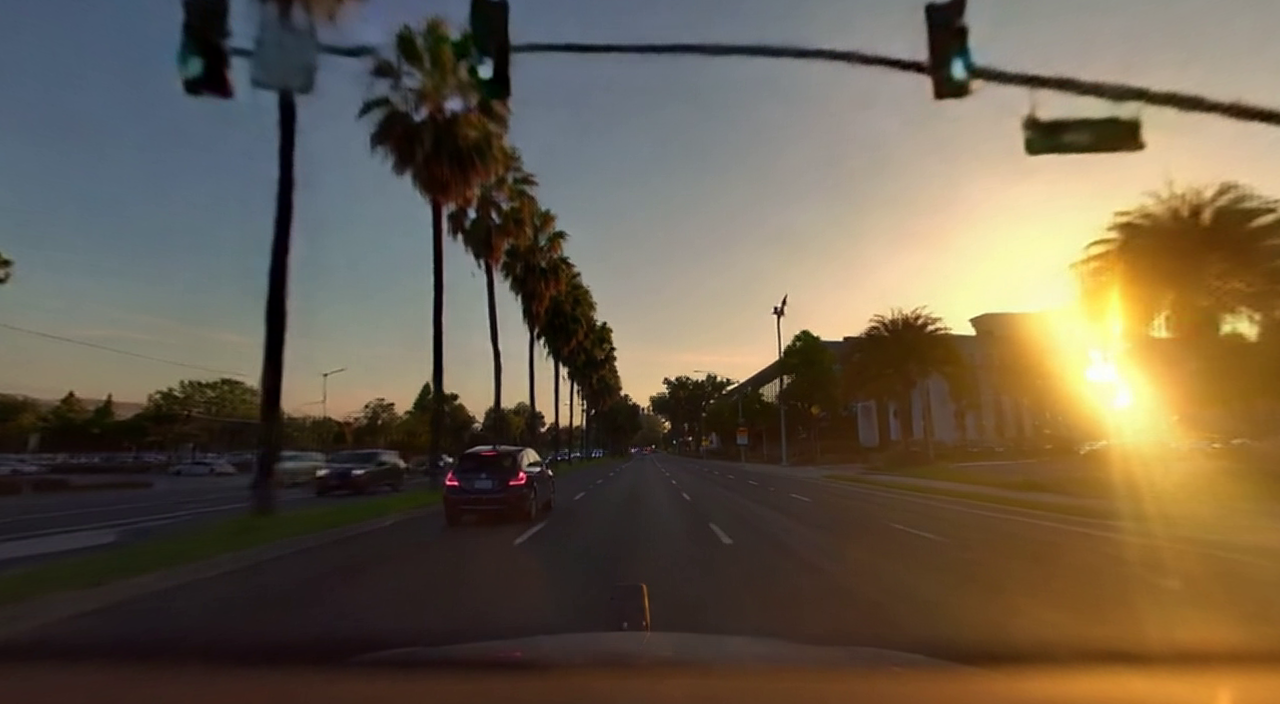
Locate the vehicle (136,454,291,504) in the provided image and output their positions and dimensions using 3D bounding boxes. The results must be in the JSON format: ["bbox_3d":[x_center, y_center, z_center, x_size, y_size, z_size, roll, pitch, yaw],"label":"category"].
[{"bbox_3d":[-14.636,4.362,22.065,2.064,1.475,4.681,0,-8,2],"label":"vehicle"}]

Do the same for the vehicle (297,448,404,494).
[{"bbox_3d":[-11.277,4.623,24.916,2.134,1.623,4.279,0,-8,1],"label":"vehicle"}]

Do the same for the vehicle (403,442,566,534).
[{"bbox_3d":[-2.956,2.699,13.273,2.162,1.549,4.795,0,-8,1],"label":"vehicle"}]
